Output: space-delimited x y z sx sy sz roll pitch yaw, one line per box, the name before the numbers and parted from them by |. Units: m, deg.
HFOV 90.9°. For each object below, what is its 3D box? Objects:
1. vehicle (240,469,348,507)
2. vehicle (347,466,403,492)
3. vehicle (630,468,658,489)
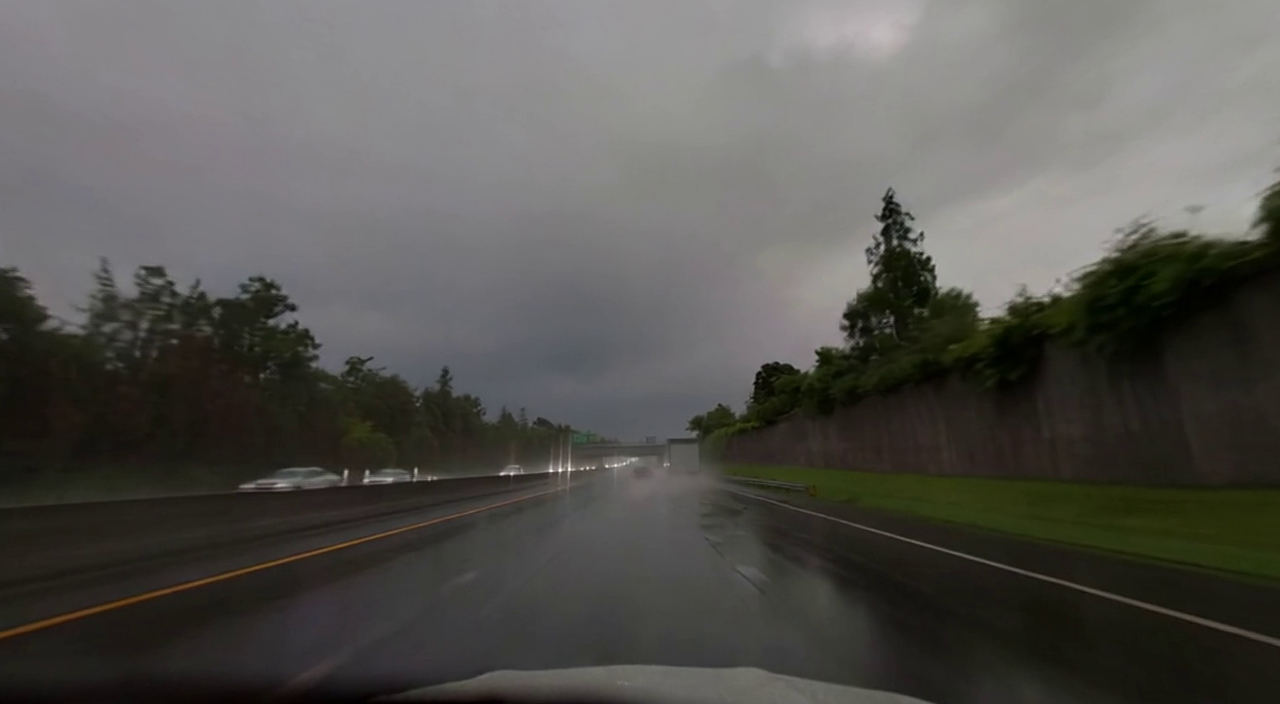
vehicle | -14.853 5.836 27.389 1.995 1.479 4.651 0 -10 1
vehicle | -18.416 8.857 44.008 1.886 1.655 4.335 0 -10 1
vehicle | 0.317 9.393 46.946 2.015 1.478 3.920 0 -10 0
